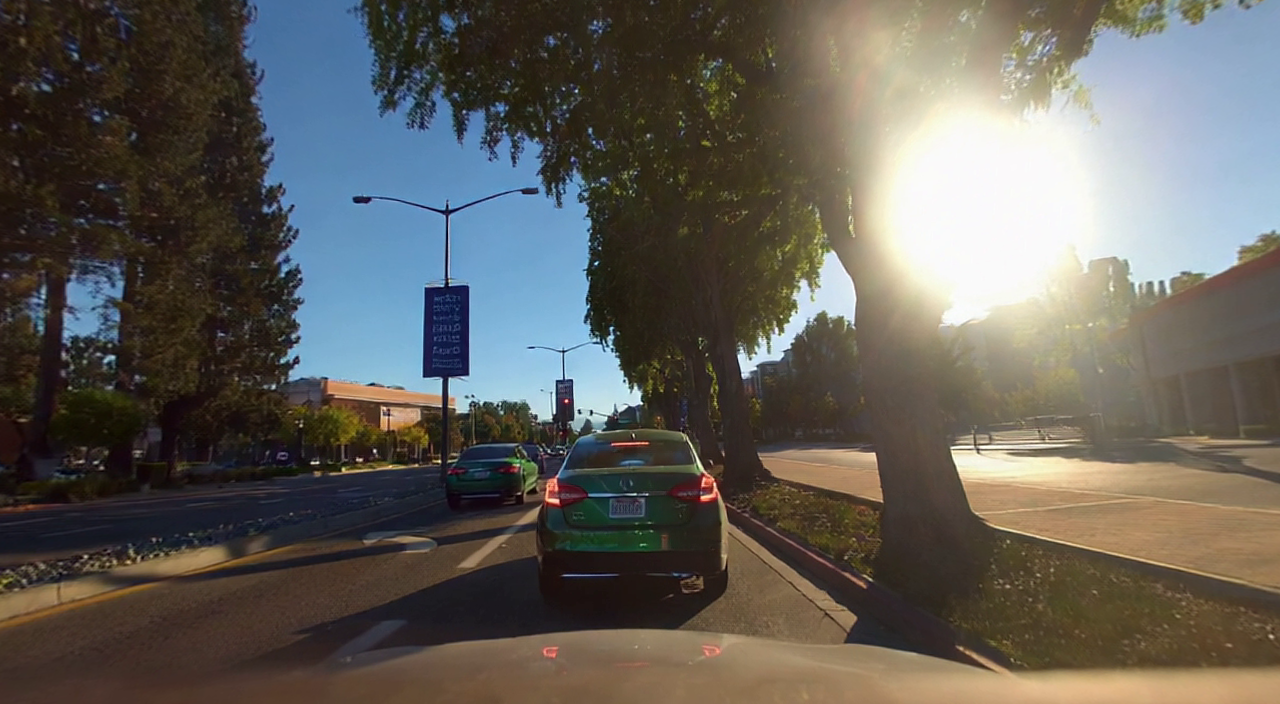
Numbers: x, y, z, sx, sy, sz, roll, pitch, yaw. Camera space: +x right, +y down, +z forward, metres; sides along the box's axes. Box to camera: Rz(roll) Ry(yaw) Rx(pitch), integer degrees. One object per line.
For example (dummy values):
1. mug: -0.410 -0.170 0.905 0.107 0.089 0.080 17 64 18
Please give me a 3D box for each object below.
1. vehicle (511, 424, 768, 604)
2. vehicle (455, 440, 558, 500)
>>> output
1. vehicle: -0.062 1.641 7.304 2.126 1.475 3.967 0 -8 -2
2. vehicle: -3.512 3.187 17.515 1.952 1.431 4.383 0 -8 -1
